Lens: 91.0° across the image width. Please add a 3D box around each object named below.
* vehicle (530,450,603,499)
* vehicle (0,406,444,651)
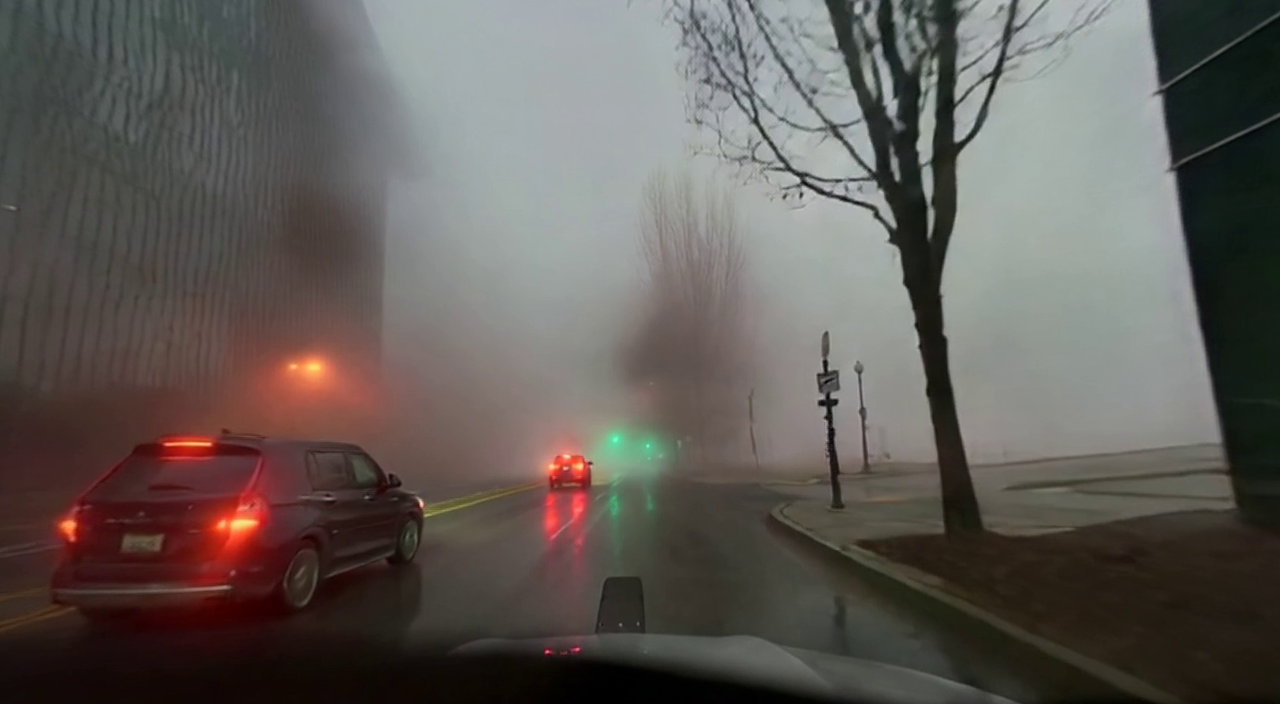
[{"bbox_3d":[-2.997,5.201,26.898,2.384,1.849,5.009,-1,-11,2],"label":"vehicle"},{"bbox_3d":[-4.041,1.704,6.918,2.169,1.741,4.588,-1,-11,2],"label":"vehicle"}]
